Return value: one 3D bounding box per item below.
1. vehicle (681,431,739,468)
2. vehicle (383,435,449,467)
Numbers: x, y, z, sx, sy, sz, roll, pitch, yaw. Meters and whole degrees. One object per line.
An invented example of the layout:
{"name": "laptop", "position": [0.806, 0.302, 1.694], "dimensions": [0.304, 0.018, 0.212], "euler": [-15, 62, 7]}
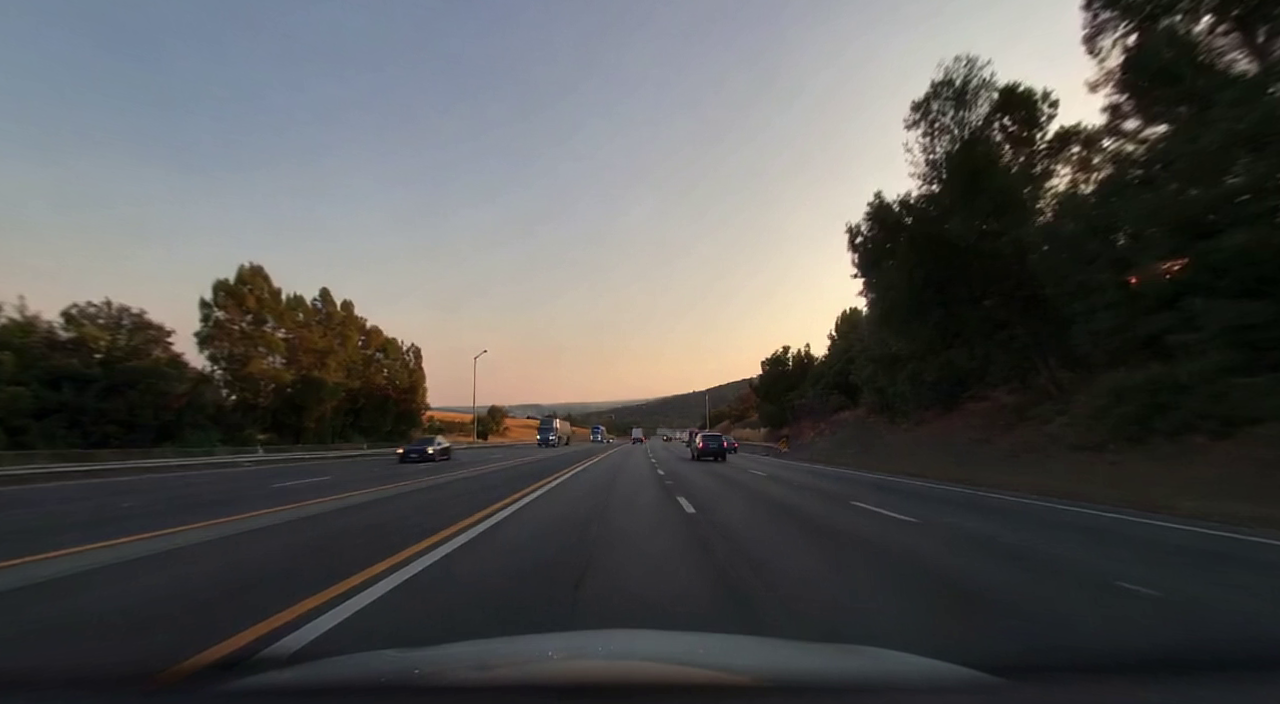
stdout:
{"name": "vehicle", "position": [3.120, 4.460, 29.060], "dimensions": [2.084, 1.583, 4.420], "euler": [0, -8, -1]}
{"name": "vehicle", "position": [-11.612, 5.164, 32.904], "dimensions": [1.890, 1.550, 4.094], "euler": [0, -8, 1]}
